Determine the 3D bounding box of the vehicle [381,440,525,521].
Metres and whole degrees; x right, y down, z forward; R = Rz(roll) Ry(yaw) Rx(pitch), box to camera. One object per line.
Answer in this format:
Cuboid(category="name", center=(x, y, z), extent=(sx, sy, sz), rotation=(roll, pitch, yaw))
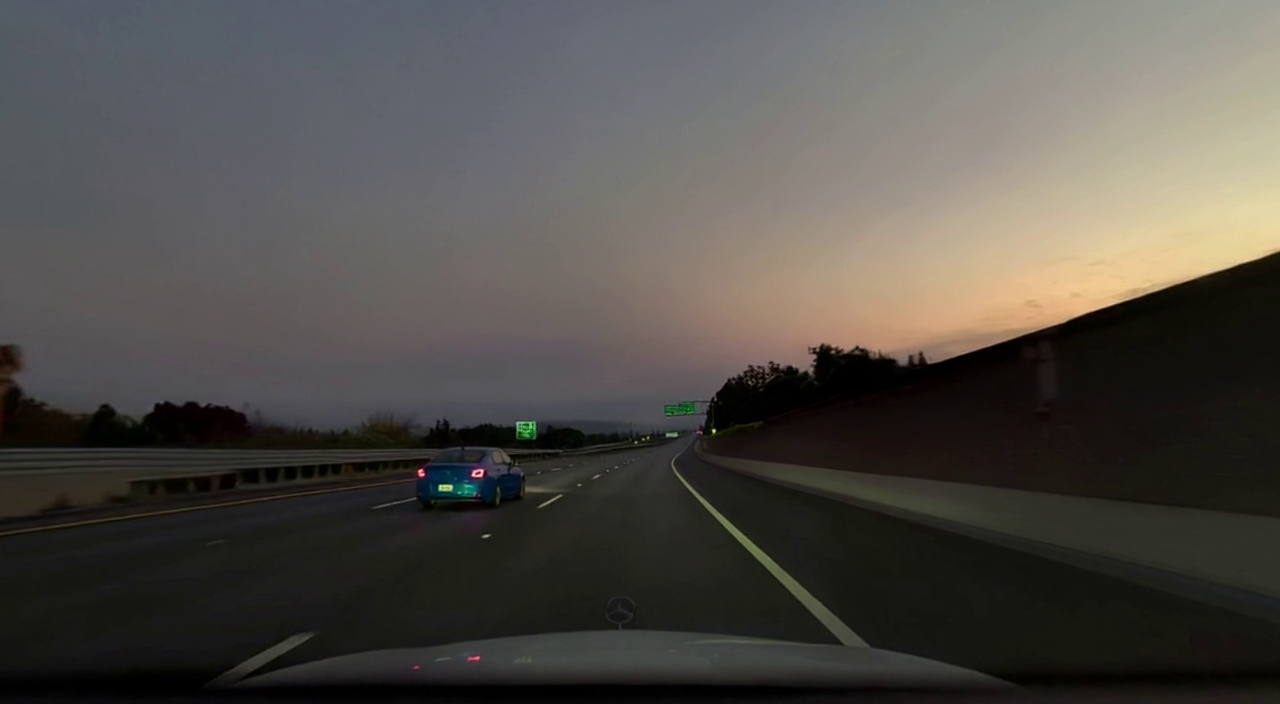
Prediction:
Cuboid(category="vehicle", center=(-3.882, 2.719, 13.850), extent=(1.928, 1.504, 3.745), rotation=(0, -9, 1))
